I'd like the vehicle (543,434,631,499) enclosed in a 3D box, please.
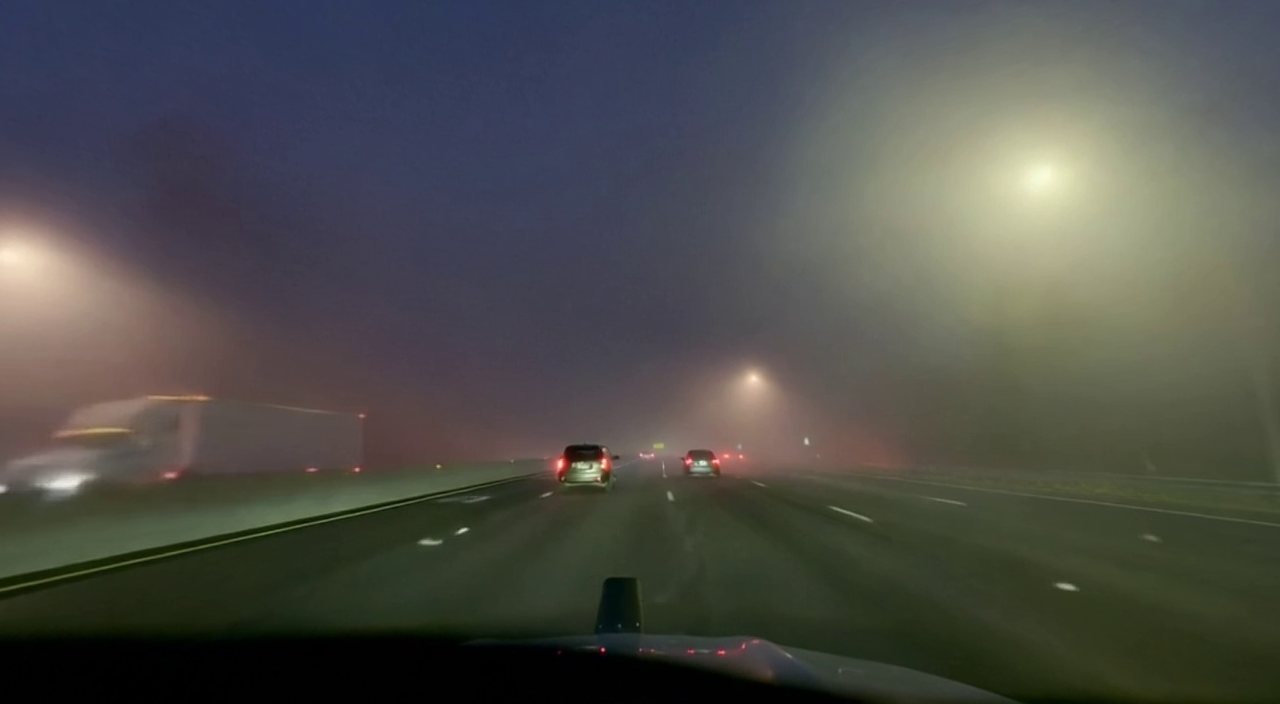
[{"bbox_3d":[-1.467,3.436,19.220,2.142,1.724,4.344,0,-9,2],"label":"vehicle"}]

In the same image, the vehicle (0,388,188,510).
[{"bbox_3d":[-21.274,3.639,23.784,3.063,3.921,6.608,0,-9,3],"label":"vehicle"}]

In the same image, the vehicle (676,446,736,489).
[{"bbox_3d":[2.460,4.406,24.352,2.004,1.471,4.032,0,-9,1],"label":"vehicle"}]

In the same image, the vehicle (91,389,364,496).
[{"bbox_3d":[-20.900,5.038,34.646,3.305,4.461,16.367,0,-9,3],"label":"vehicle"}]
